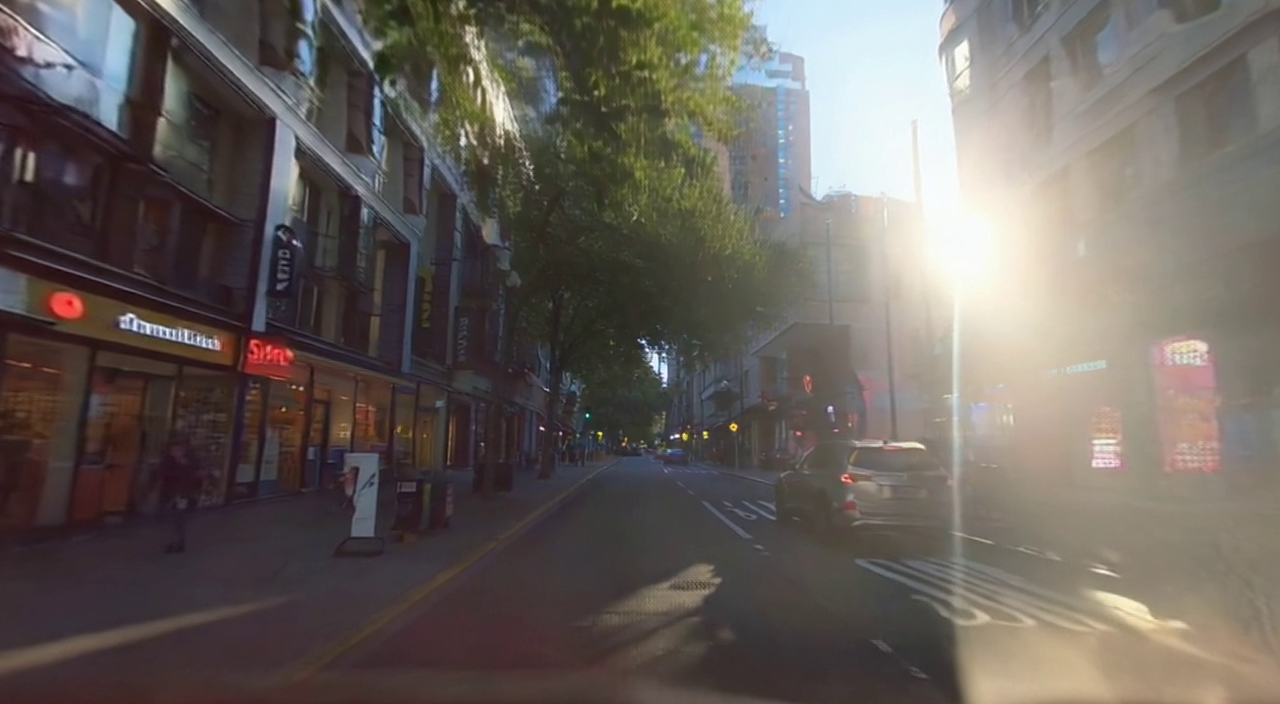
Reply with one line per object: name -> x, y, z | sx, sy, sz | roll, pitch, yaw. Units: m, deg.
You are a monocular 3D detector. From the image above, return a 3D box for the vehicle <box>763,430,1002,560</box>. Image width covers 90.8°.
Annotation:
vehicle -> 3.394, 2.072, 9.953 | 1.971, 1.559, 4.326 | 0, -8, -1
